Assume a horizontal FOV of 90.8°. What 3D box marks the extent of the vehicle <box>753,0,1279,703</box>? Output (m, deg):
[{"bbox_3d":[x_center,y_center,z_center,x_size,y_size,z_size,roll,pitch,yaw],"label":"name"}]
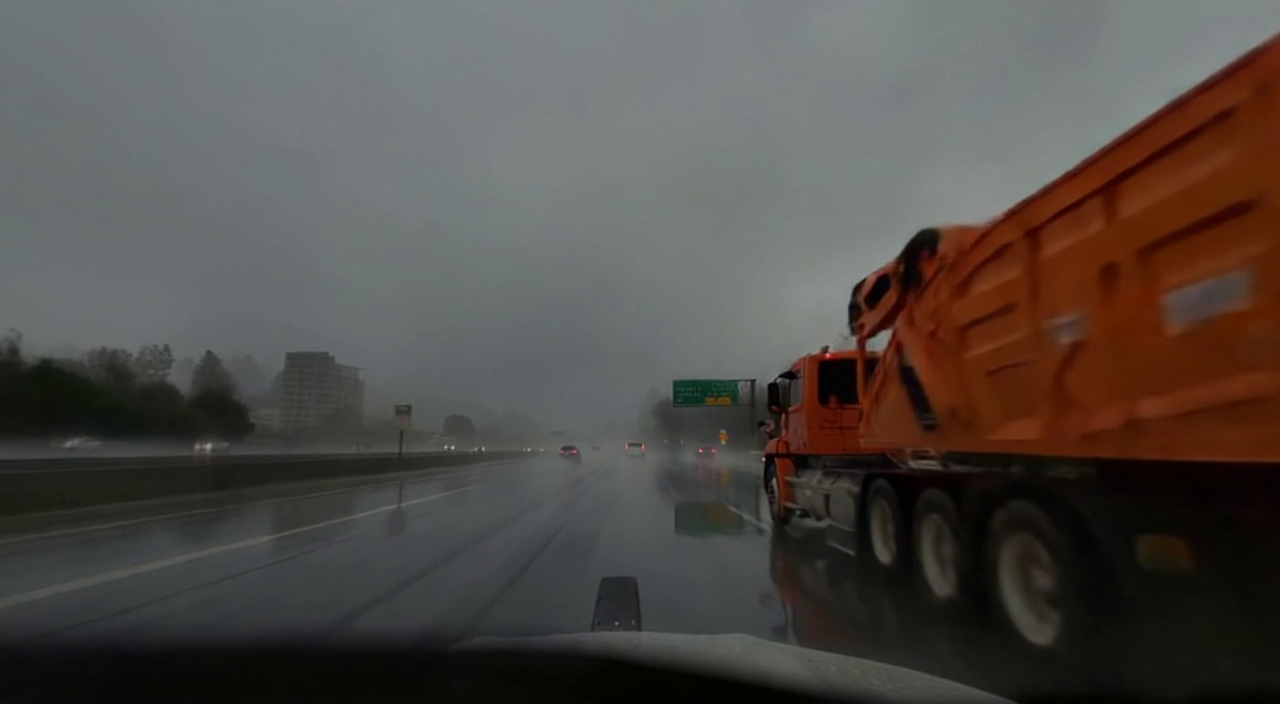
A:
[{"bbox_3d":[3.721,0.626,6.864,2.966,3.586,10.563,0,-9,0],"label":"vehicle"}]
